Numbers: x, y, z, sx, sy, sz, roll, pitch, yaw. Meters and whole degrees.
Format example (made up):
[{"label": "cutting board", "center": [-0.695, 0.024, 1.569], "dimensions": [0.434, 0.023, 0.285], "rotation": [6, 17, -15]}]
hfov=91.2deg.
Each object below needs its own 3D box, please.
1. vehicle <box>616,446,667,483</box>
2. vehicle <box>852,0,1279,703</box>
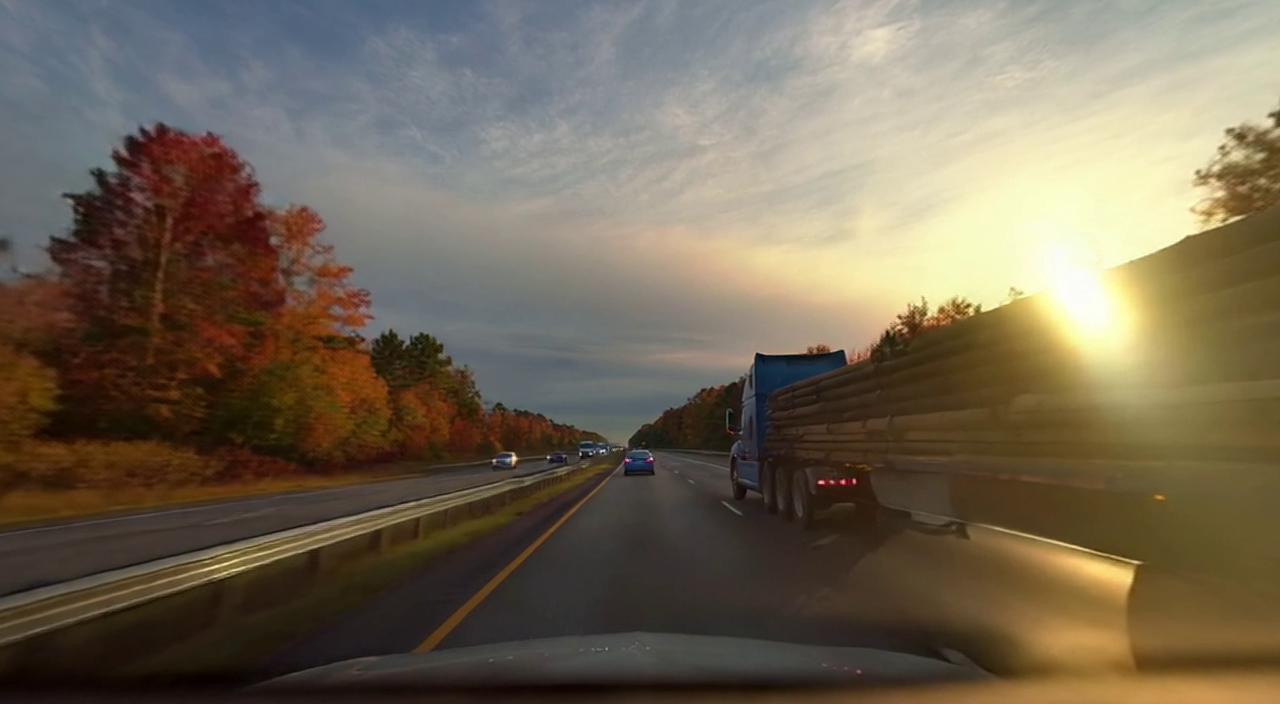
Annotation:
[{"label": "vehicle", "center": [0.029, 4.975, 28.010], "dimensions": [2.099, 1.506, 4.097], "rotation": [0, -9, 0]}, {"label": "vehicle", "center": [3.990, -0.195, 2.705], "dimensions": [3.004, 3.923, 8.363], "rotation": [0, -9, -1]}]
